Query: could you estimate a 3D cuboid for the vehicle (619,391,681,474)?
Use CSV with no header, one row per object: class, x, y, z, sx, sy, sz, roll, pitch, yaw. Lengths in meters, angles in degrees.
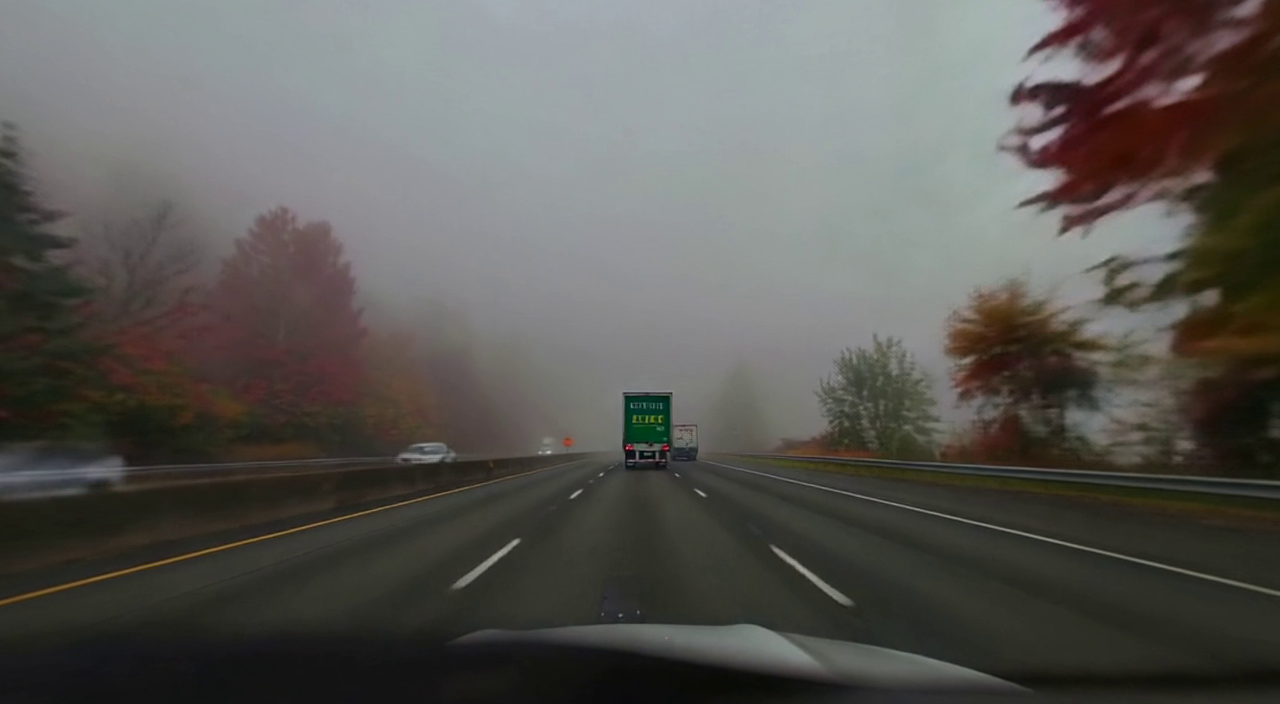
vehicle,0.490,4.819,36.647,3.057,4.073,10.792,0,-9,0
